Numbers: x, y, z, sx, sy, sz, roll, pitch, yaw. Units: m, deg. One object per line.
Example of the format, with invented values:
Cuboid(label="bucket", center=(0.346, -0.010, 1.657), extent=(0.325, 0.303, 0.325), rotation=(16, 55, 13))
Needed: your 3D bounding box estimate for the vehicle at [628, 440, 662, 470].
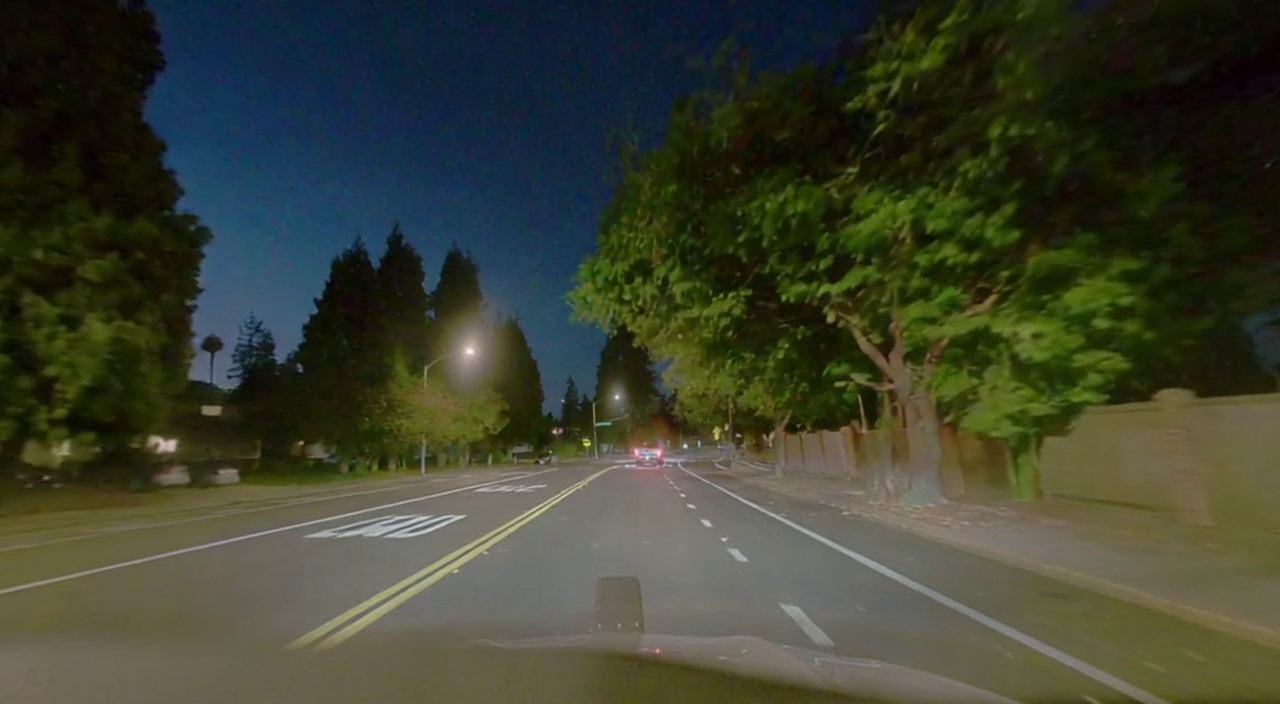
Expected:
Cuboid(label="vehicle", center=(0.429, 7.251, 44.562), extent=(2.153, 1.942, 4.767), rotation=(0, -9, 3))

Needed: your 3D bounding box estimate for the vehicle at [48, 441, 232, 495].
Cuboid(label="vehicle", center=(-19.233, 4.468, 24.524), extent=(5.209, 1.967, 2.153), rotation=(0, -9, -1))
